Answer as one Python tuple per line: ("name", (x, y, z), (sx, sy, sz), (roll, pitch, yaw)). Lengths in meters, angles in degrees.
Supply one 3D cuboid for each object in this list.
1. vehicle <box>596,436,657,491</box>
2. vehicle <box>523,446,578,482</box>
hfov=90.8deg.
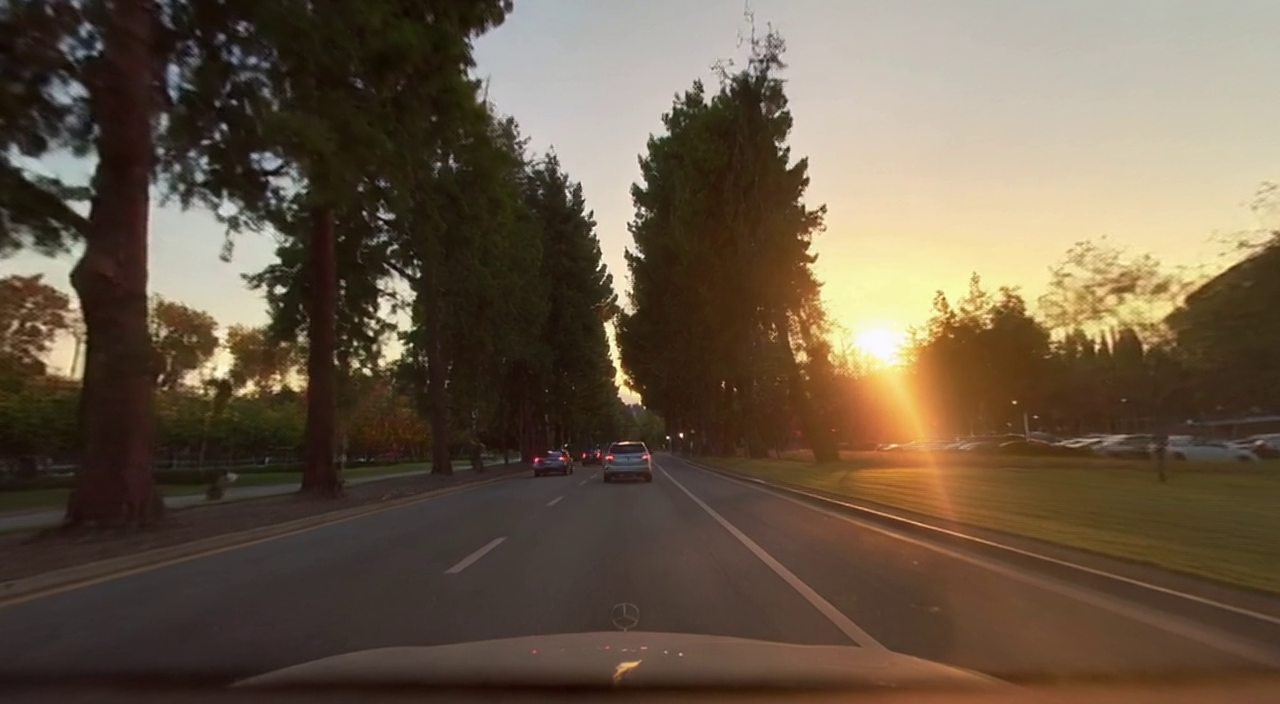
("vehicle", (-0.459, 3.927, 22.625), (2.018, 1.769, 3.897), (0, -8, 0))
("vehicle", (-4.155, 5.248, 29.859), (1.936, 1.538, 4.016), (0, -8, 1))
